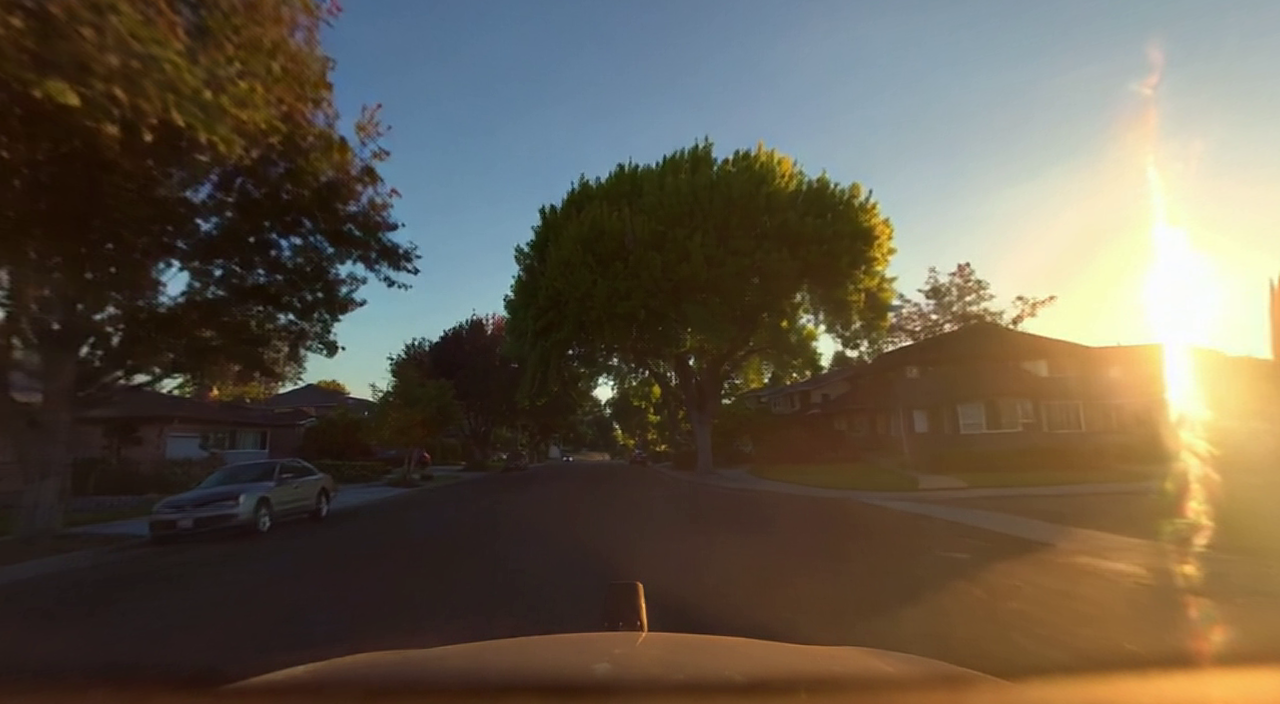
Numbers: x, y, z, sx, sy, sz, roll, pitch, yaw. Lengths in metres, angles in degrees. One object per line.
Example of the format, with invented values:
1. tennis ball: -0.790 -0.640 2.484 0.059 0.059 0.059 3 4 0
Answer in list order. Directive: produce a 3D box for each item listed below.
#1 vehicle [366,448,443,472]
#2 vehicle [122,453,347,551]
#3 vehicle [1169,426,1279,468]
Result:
1. vehicle: -17.215 7.932 46.138 4.850 1.676 1.920 0 -9 -1
2. vehicle: -7.765 2.858 12.690 1.938 1.499 4.290 -3 -9 -4
3. vehicle: 23.158 3.545 23.511 1.932 1.464 5.044 1 -9 -8
